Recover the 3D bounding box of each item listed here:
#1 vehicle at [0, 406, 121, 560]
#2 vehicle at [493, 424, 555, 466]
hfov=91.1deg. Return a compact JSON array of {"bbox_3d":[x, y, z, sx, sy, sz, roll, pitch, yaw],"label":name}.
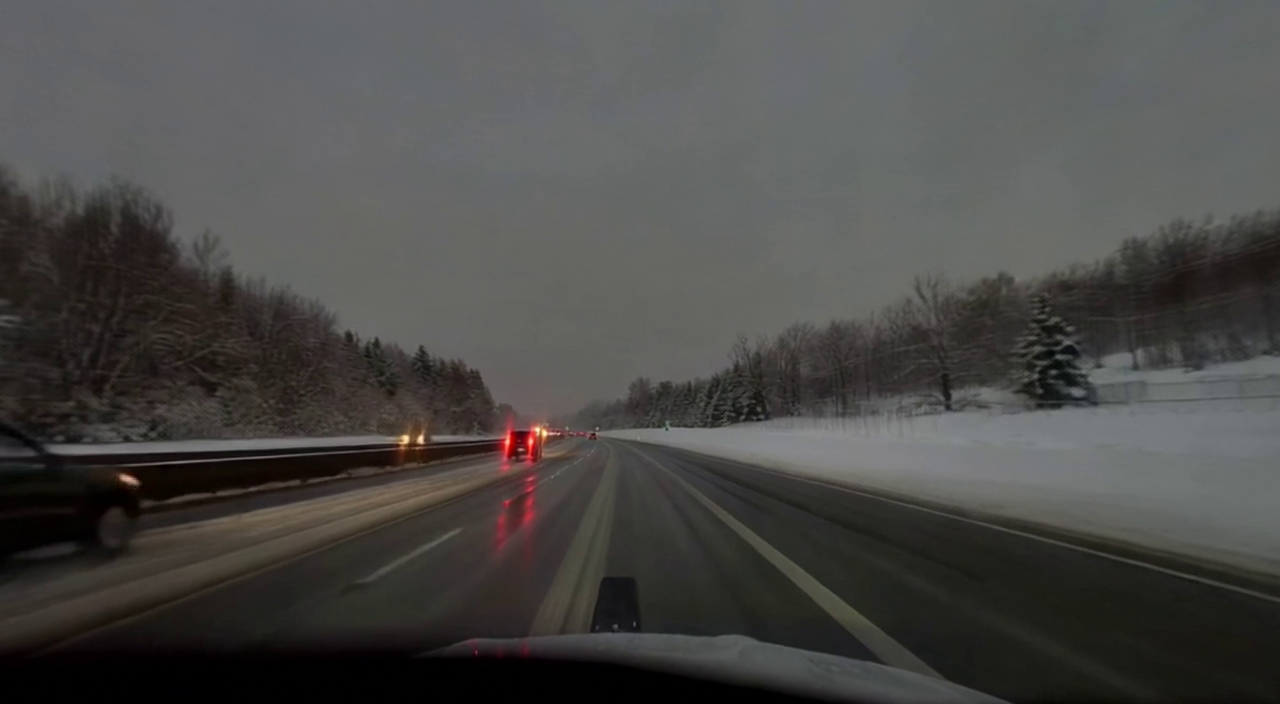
[{"bbox_3d":[-7.917,1.283,5.914,2.148,1.635,4.670,1,-8,-2],"label":"vehicle"},{"bbox_3d":[-5.104,4.159,28.211,2.007,1.727,4.040,0,-8,-1],"label":"vehicle"}]
